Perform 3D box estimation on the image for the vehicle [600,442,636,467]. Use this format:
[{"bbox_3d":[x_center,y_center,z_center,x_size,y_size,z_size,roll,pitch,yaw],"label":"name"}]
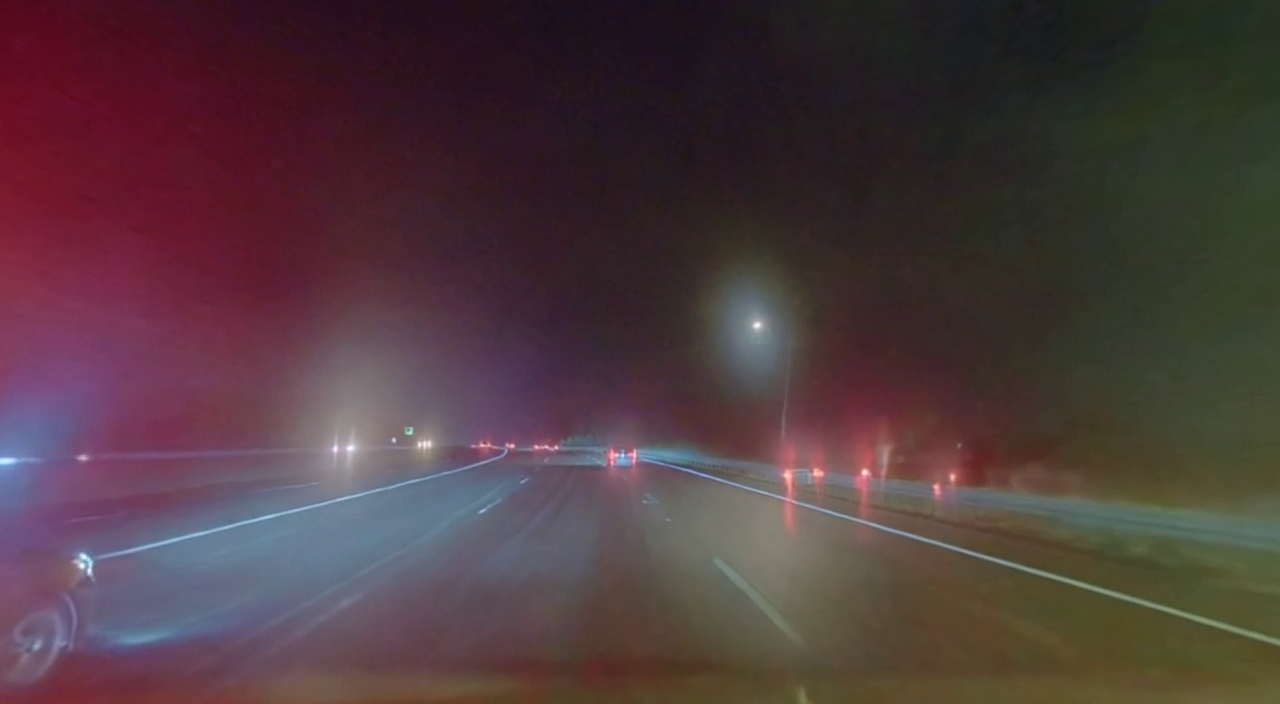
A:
[{"bbox_3d":[-1.461,6.456,39.834,2.140,1.455,4.135,0,-8,-4],"label":"vehicle"}]
